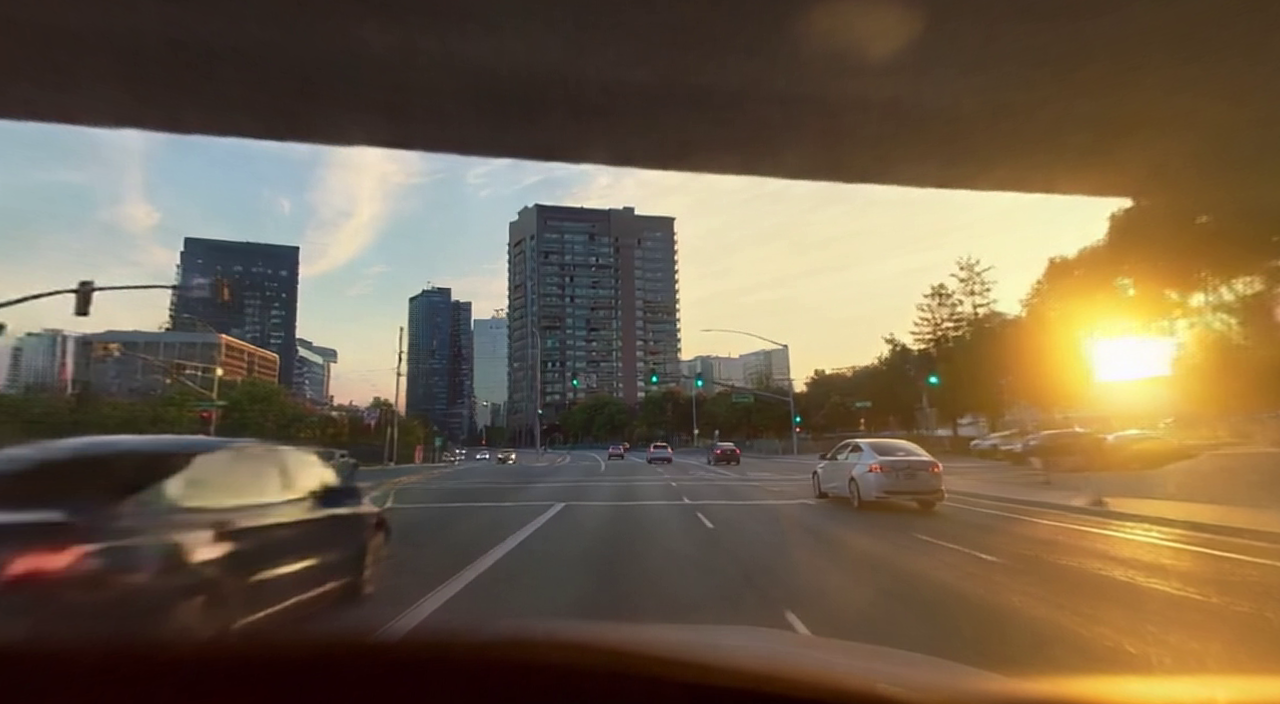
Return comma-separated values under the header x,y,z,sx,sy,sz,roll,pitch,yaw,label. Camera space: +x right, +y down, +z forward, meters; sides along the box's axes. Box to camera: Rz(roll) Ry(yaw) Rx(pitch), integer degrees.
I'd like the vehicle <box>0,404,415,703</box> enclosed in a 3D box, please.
x,y,z,sx,sy,sz,roll,pitch,yaw,label
-3.407,1.261,4.400,1.836,1.518,4.727,0,-8,1,vehicle

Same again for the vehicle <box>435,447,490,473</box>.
x,y,z,sx,sy,sz,roll,pitch,yaw,label
-11.071,6.754,39.467,1.986,1.505,4.693,0,-8,1,vehicle

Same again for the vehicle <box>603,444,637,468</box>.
x,y,z,sx,sy,sz,roll,pitch,yaw,label
-1.269,6.542,39.754,2.026,1.453,3.780,0,-8,-2,vehicle

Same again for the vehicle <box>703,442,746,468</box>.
x,y,z,sx,sy,sz,roll,pitch,yaw,label
5.205,6.376,39.095,1.924,1.527,4.268,0,-8,-2,vehicle

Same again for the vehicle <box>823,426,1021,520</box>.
x,y,z,sx,sy,sz,roll,pitch,yaw,label
5.613,2.453,13.305,2.056,1.624,4.498,0,-8,-1,vehicle
